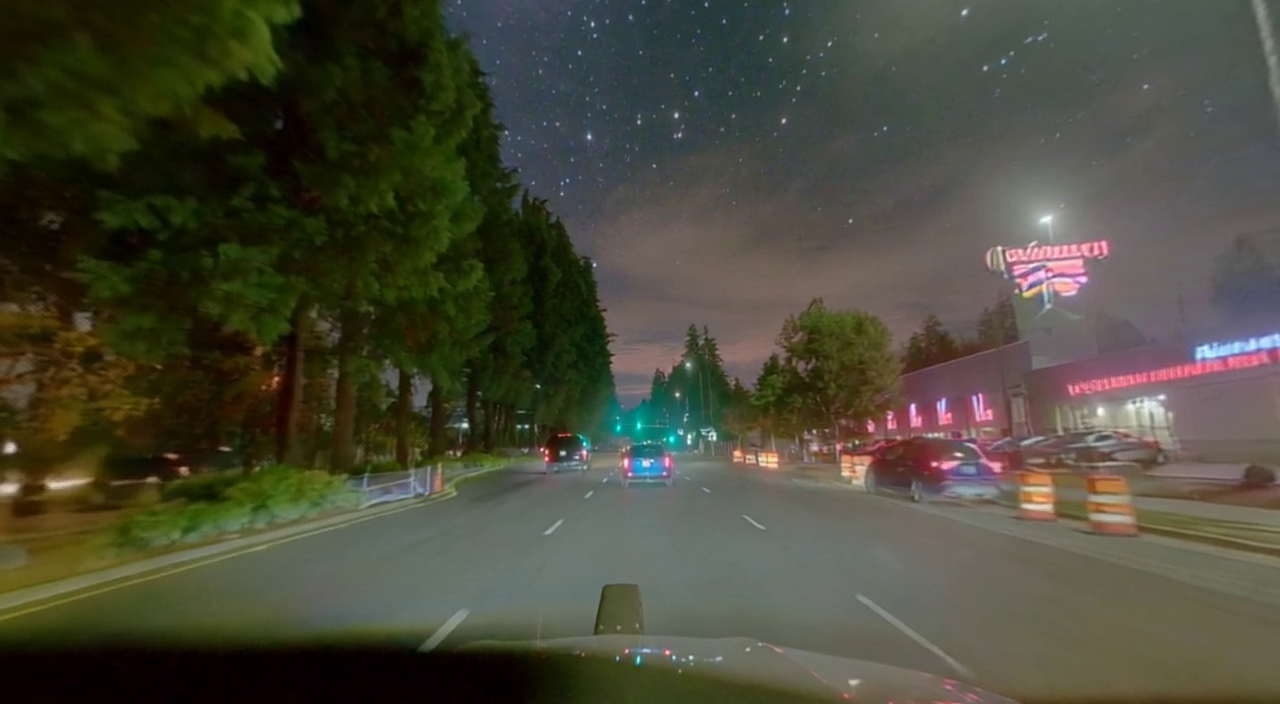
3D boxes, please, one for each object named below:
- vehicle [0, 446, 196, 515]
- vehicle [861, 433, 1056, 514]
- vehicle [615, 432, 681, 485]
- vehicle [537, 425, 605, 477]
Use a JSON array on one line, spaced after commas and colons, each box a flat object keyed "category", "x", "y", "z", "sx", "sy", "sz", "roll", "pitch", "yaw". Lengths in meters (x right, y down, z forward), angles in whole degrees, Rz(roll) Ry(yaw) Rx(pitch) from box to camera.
[{"category": "vehicle", "x": -15.513, "y": 3.611, "z": 18.357, "sx": 1.898, "sy": 1.702, "sz": 4.456, "roll": -1, "pitch": -9, "yaw": 0}, {"category": "vehicle", "x": 6.986, "y": 2.708, "z": 14.539, "sx": 2.076, "sy": 1.535, "sz": 4.460, "roll": 0, "pitch": -9, "yaw": -1}, {"category": "vehicle", "x": 0.256, "y": 3.839, "z": 23.072, "sx": 2.168, "sy": 1.725, "sz": 4.192, "roll": -1, "pitch": -9, "yaw": 0}, {"category": "vehicle", "x": -2.977, "y": 4.467, "z": 28.614, "sx": 2.357, "sy": 2.063, "sz": 5.488, "roll": -1, "pitch": -9, "yaw": 1}]
